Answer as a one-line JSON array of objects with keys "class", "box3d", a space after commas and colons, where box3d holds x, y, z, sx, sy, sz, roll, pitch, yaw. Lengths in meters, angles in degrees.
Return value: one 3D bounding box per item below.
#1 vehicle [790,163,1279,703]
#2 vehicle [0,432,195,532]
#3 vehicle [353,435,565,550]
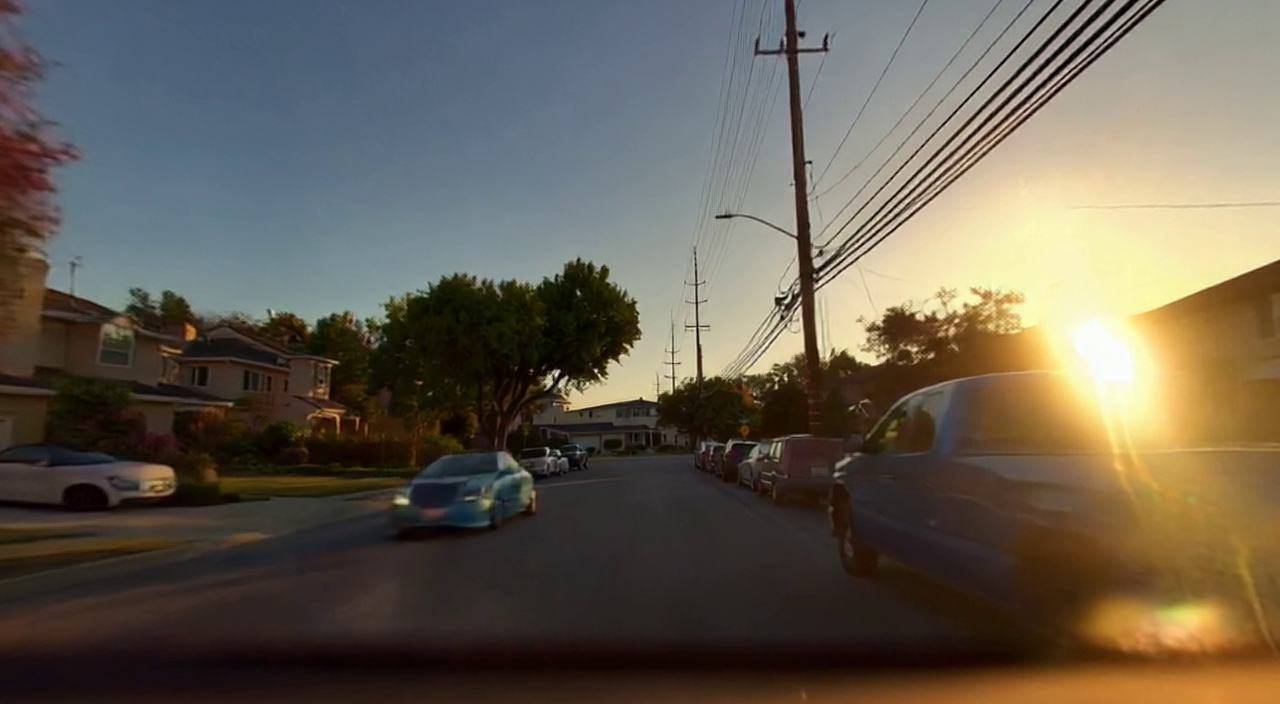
[{"class": "vehicle", "box3d": [2.943, 0.916, 4.209, 2.437, 2.015, 6.511, 0, -9, 1]}, {"class": "vehicle", "box3d": [-14.012, 2.779, 13.897, 6.607, 1.954, 2.467, 0, -9, 2]}, {"class": "vehicle", "box3d": [-2.734, 2.246, 10.853, 2.213, 1.548, 4.370, 0, -9, 2]}]
